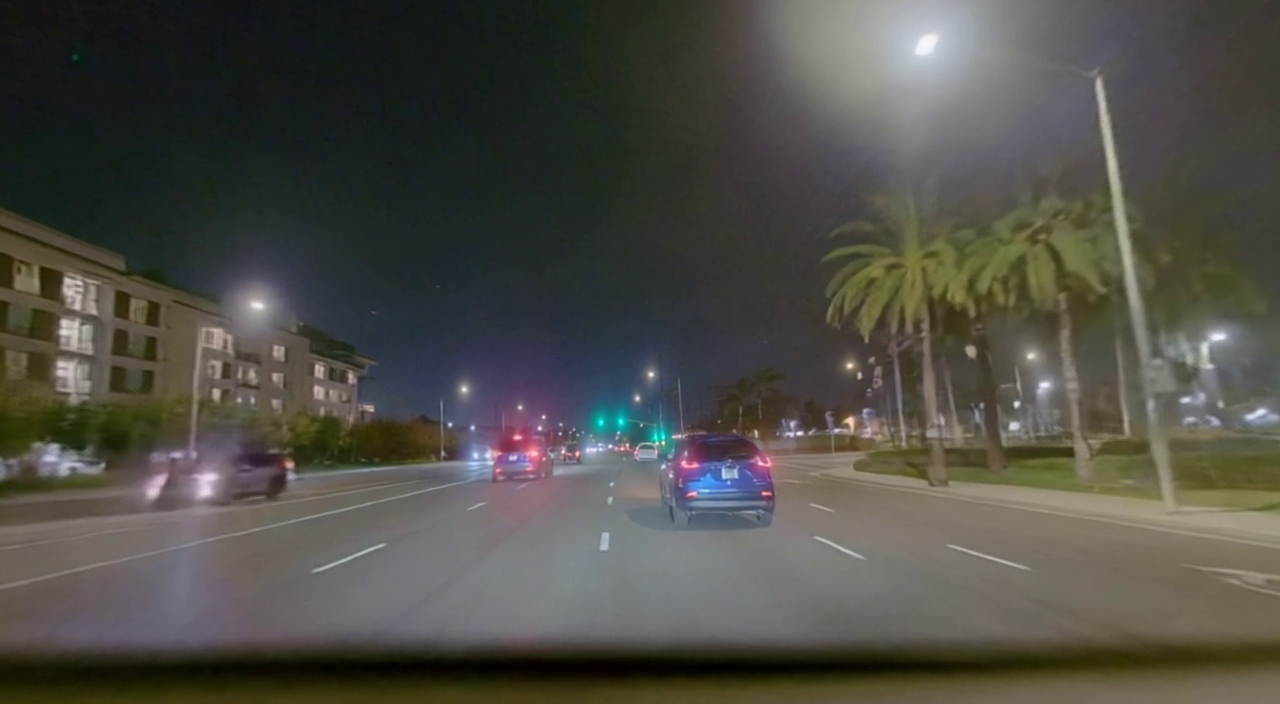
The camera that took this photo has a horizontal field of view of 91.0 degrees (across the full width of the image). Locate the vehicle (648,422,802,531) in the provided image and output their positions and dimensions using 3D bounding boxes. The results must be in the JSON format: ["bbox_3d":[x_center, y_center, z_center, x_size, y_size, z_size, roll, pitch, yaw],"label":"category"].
[{"bbox_3d":[1.388,2.306,12.201,2.198,1.706,4.166,0,-9,-3],"label":"vehicle"}]

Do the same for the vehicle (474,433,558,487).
[{"bbox_3d":[-4.497,4.026,23.761,2.169,1.796,4.821,0,-9,0],"label":"vehicle"}]

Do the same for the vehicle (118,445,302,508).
[{"bbox_3d":[-12.377,3.582,18.675,1.996,1.569,5.041,0,-9,-2],"label":"vehicle"}]
